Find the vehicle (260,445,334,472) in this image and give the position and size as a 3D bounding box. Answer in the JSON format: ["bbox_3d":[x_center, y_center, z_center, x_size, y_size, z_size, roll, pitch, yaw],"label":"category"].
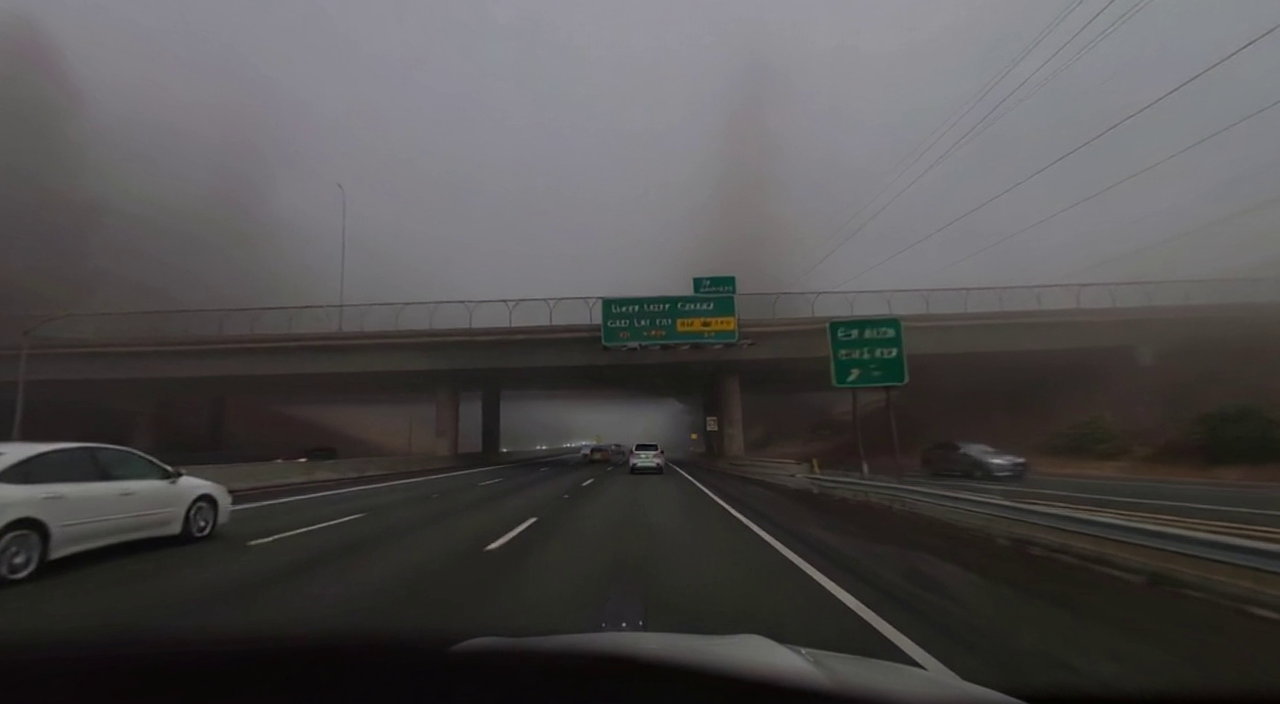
[{"bbox_3d":[-20.711,6.423,38.279,1.896,1.547,4.498,0,-8,1],"label":"vehicle"}]

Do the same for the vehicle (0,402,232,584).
[{"bbox_3d":[-7.314,1.531,7.223,2.090,1.765,4.612,0,-8,1],"label":"vehicle"}]

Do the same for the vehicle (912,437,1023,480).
[{"bbox_3d":[13.790,4.484,26.891,2.009,1.675,4.196,1,-8,-8],"label":"vehicle"}]

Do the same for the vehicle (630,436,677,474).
[{"bbox_3d":[0.606,5.019,31.007,2.152,1.697,4.066,0,-8,0],"label":"vehicle"}]

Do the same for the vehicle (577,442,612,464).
[{"bbox_3d":[-3.182,7.145,44.701,2.056,1.464,4.564,0,-8,1],"label":"vehicle"}]
